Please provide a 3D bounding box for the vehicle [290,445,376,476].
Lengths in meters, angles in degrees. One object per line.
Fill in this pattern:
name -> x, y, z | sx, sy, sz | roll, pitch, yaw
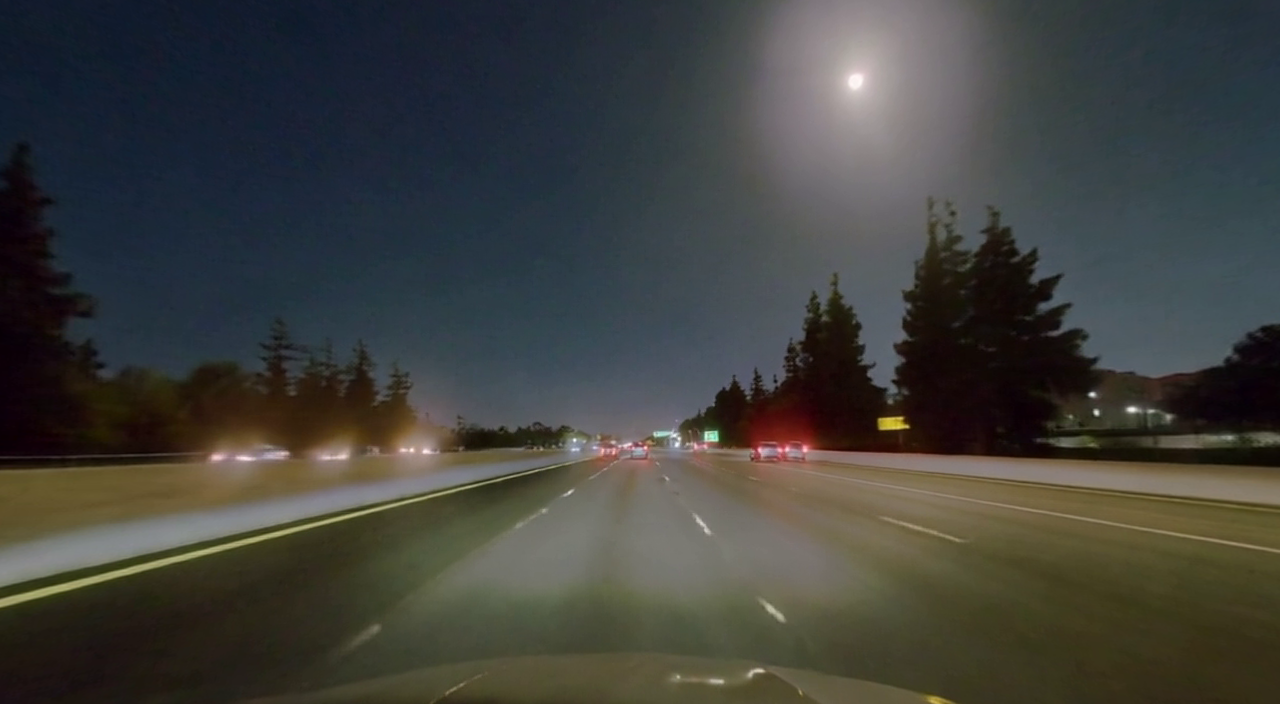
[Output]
vehicle -> -15.733, 5.547, 32.671 | 2.018, 1.481, 4.665 | 0, -8, 1

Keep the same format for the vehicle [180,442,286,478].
vehicle -> -19.530, 5.159, 30.584 | 2.094, 1.592, 4.528 | 0, -8, 0

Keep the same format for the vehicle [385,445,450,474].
vehicle -> -12.259, 5.919, 35.118 | 1.996, 1.475, 4.304 | 0, -8, 1
